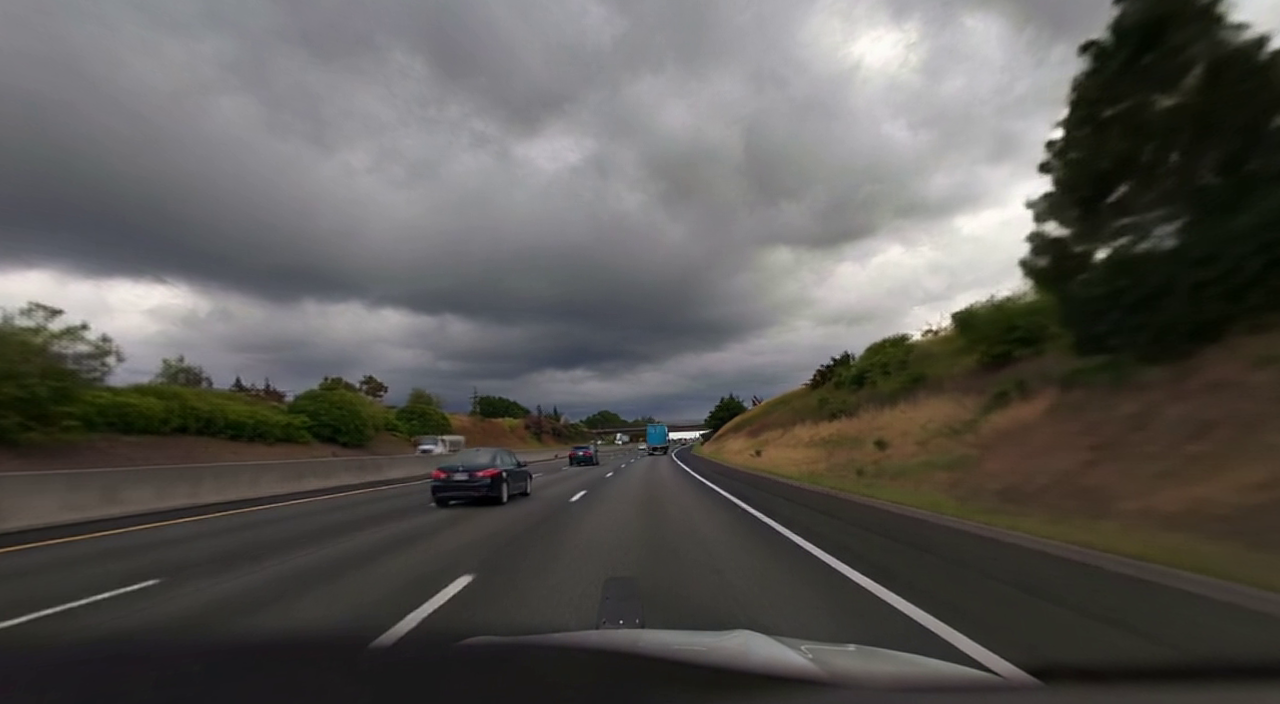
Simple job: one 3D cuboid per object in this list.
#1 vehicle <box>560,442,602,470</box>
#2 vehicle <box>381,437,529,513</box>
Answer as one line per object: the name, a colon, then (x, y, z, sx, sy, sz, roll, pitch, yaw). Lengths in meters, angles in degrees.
vehicle: (-3.294, 5.895, 35.798, 1.943, 1.460, 3.961, -1, -9, 1)
vehicle: (-4.007, 2.743, 14.571, 2.078, 1.469, 4.371, 0, -9, 0)
